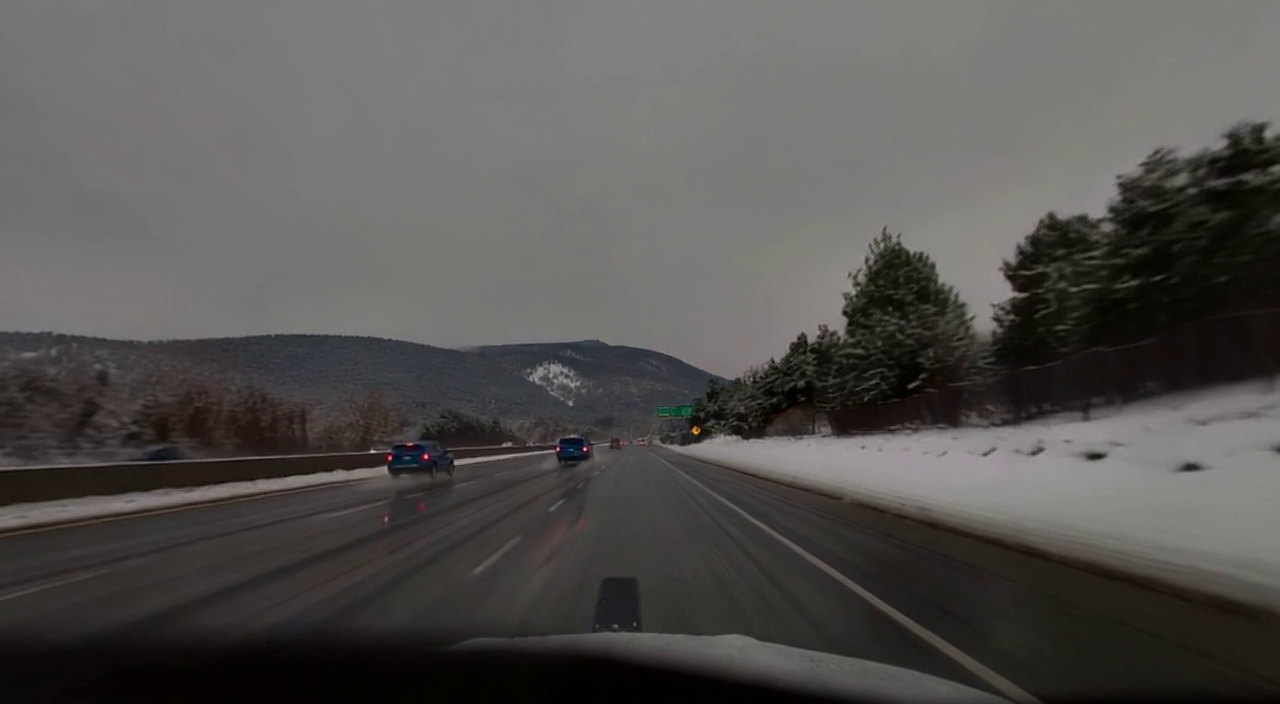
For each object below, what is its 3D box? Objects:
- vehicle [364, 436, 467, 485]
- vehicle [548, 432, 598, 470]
[{"bbox_3d":[-7.607,3.698,21.960,1.930,1.508,4.567,0,-8,0],"label":"vehicle"},{"bbox_3d":[-3.283,4.975,31.839,2.029,1.753,4.718,0,-8,0],"label":"vehicle"}]
